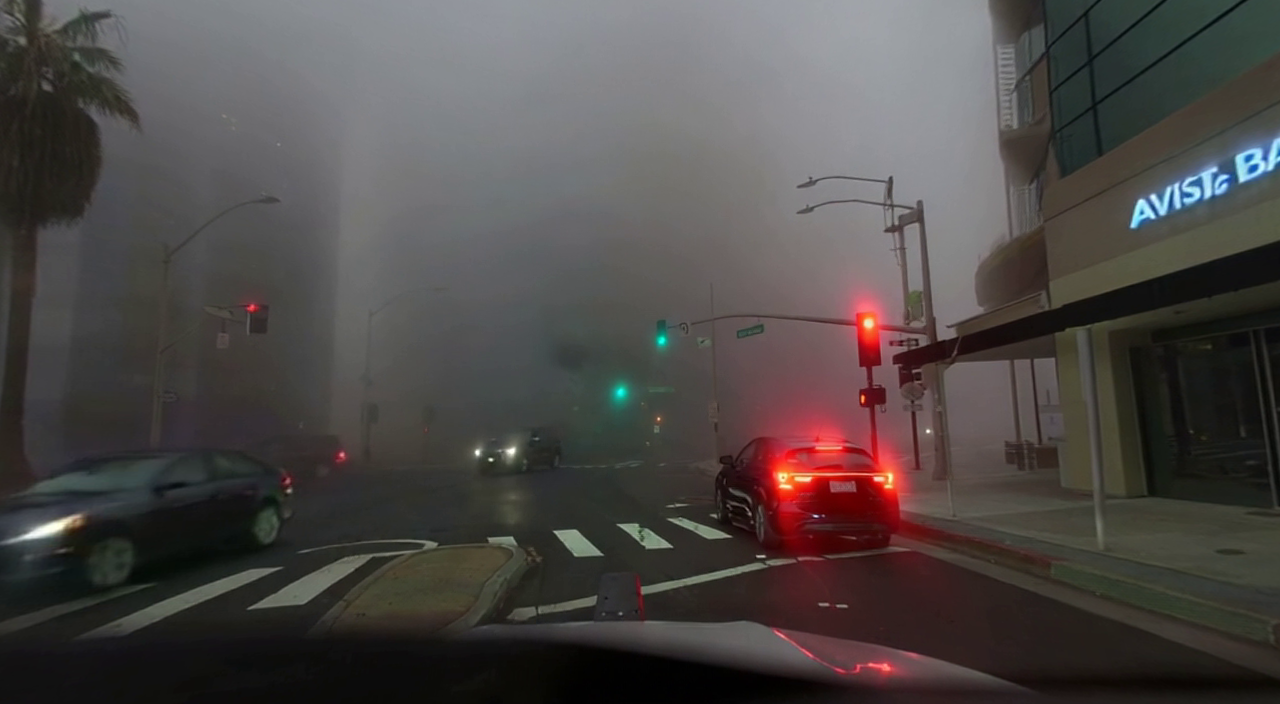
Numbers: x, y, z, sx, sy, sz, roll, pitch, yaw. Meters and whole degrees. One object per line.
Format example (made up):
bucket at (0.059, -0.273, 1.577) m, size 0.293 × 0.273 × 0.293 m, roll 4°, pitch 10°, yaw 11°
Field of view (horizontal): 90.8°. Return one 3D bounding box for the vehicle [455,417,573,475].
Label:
vehicle at (-4.692, 3.673, 24.733) m, size 2.190 × 1.964 × 5.614 m, roll -3°, pitch -9°, yaw 15°

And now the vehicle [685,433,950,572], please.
vehicle at (2.122, 1.970, 9.265) m, size 2.090 × 1.466 × 4.676 m, roll 1°, pitch -8°, yaw -6°

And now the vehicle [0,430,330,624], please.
vehicle at (-5.628, 1.678, 7.124) m, size 2.052 × 1.478 × 4.395 m, roll 0°, pitch -8°, yaw 0°
